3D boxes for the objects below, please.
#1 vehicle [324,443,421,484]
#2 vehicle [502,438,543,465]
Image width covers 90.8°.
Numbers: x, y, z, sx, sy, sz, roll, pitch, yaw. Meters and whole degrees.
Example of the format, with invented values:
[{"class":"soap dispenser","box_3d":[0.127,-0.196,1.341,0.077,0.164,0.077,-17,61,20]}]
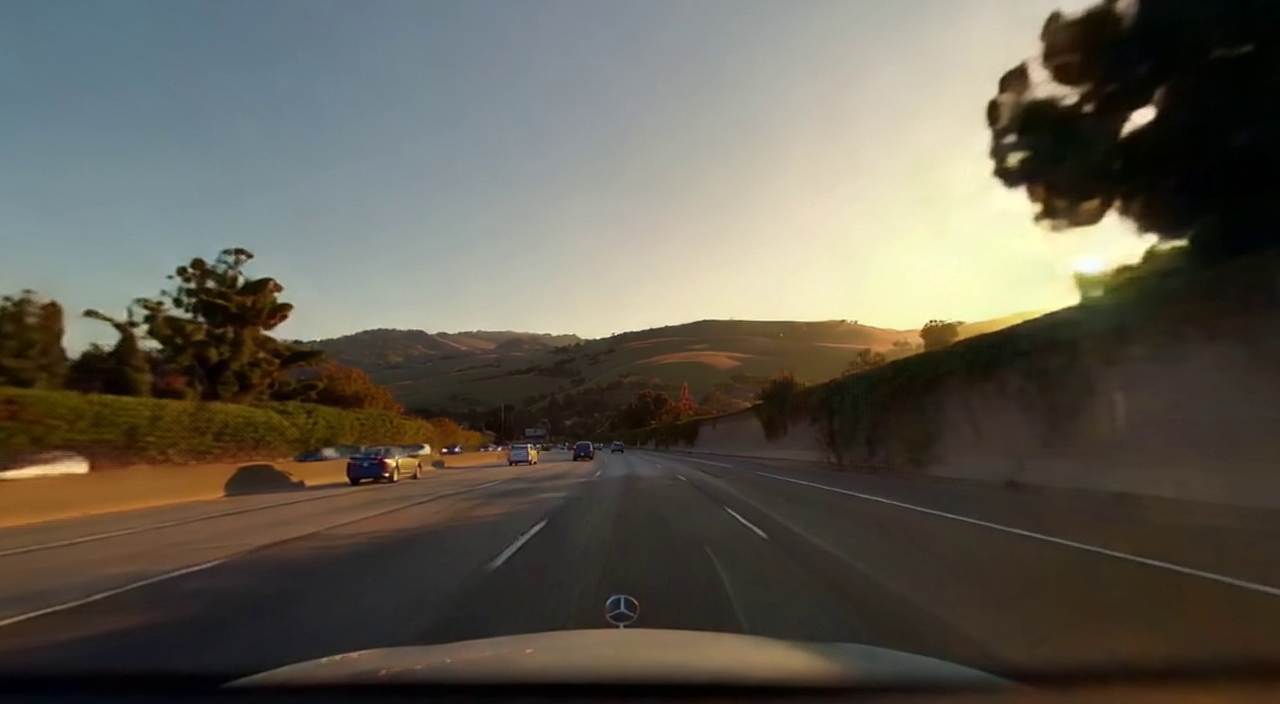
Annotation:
[{"class":"vehicle","box_3d":[-10.667,4.452,25.652,1.949,1.475,4.740,0,-8,-1]},{"class":"vehicle","box_3d":[-8.156,6.960,44.241,2.074,1.768,4.805,0,-8,-2]}]
